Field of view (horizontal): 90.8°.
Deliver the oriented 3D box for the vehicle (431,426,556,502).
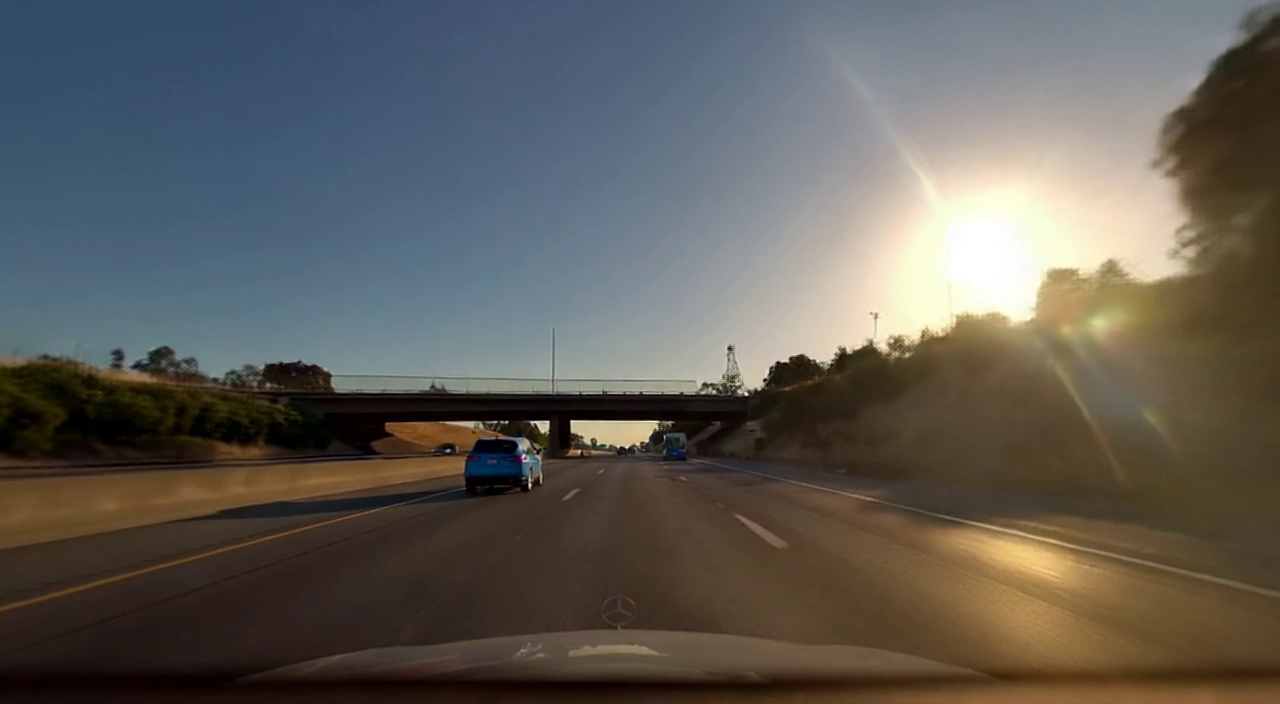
[{"bbox_3d":[-3.811,3.041,17.534,2.205,1.773,5.124,0,-9,0],"label":"vehicle"}]
